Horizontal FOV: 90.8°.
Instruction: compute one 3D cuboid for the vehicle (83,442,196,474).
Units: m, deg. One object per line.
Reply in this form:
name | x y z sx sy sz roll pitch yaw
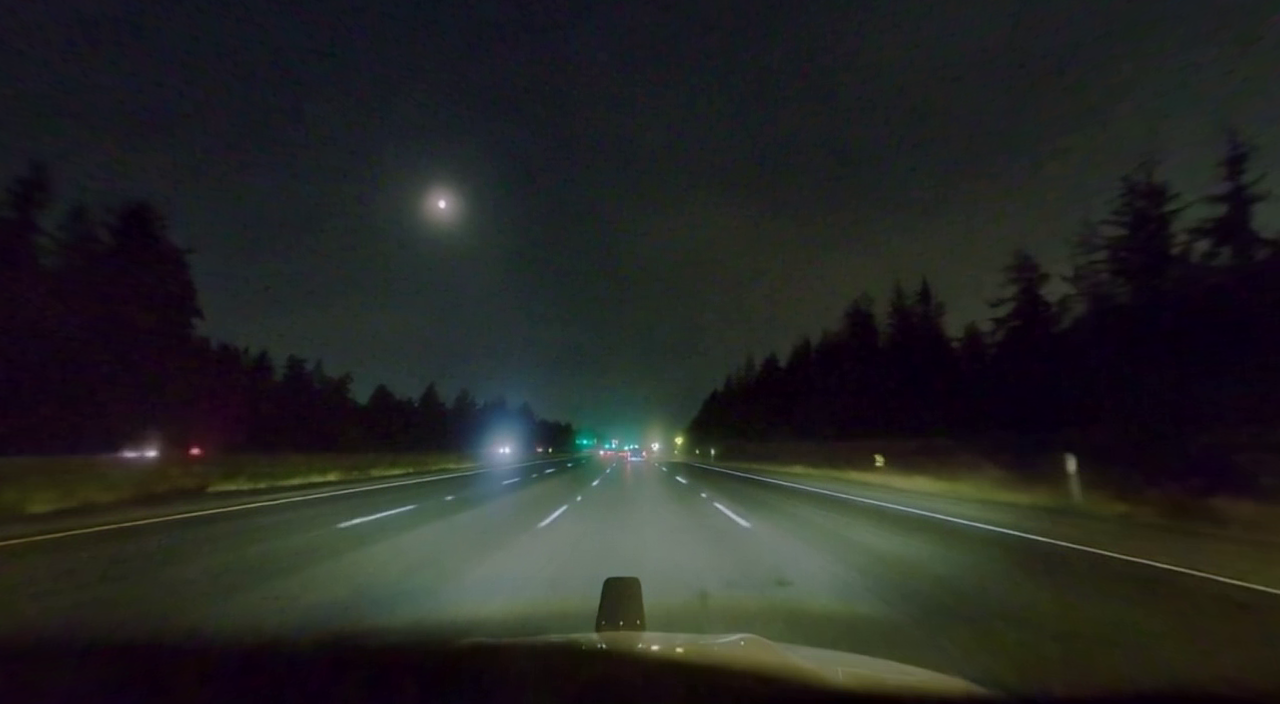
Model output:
vehicle | -24.643 5.233 31.341 1.799 1.465 4.657 0 -9 0
